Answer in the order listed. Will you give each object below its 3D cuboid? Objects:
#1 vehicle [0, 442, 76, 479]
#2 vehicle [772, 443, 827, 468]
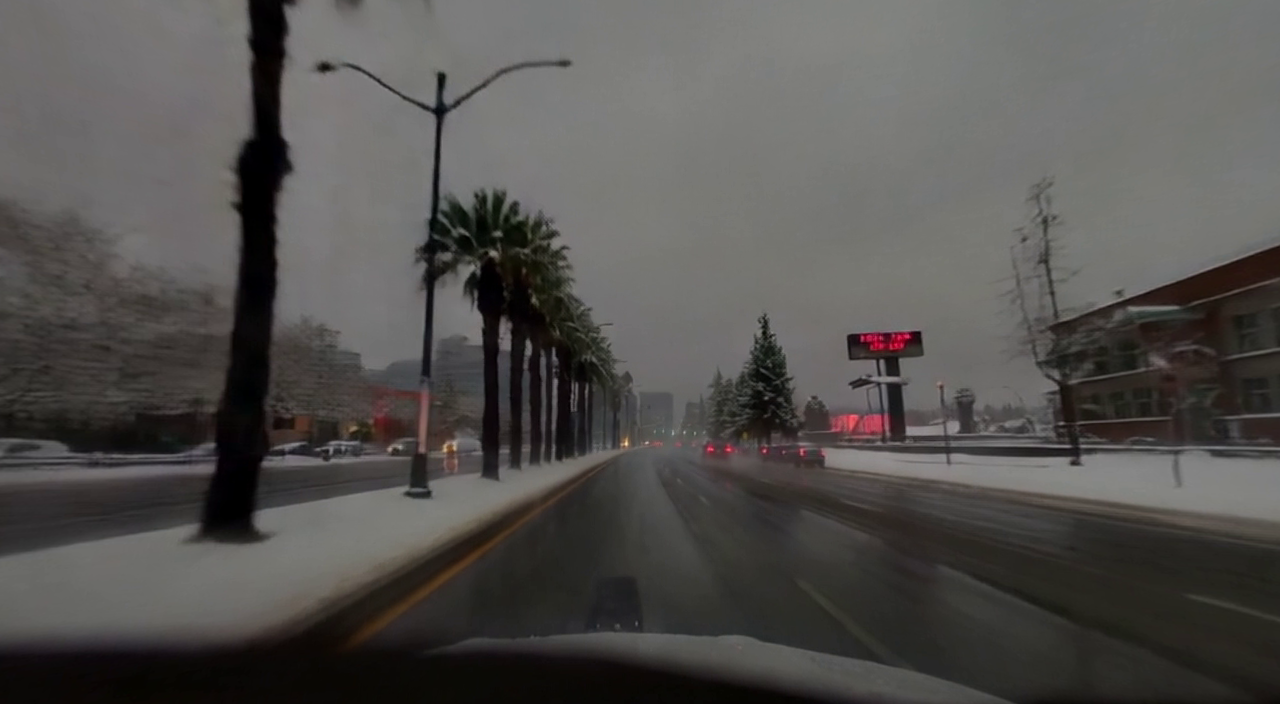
[{"bbox_3d":[-36.043,6.102,35.557,5.711,2.003,2.550,0,-8,-1],"label":"vehicle"},{"bbox_3d":[10.196,6.653,40.659,2.086,1.545,4.645,1,-8,-4],"label":"vehicle"}]
